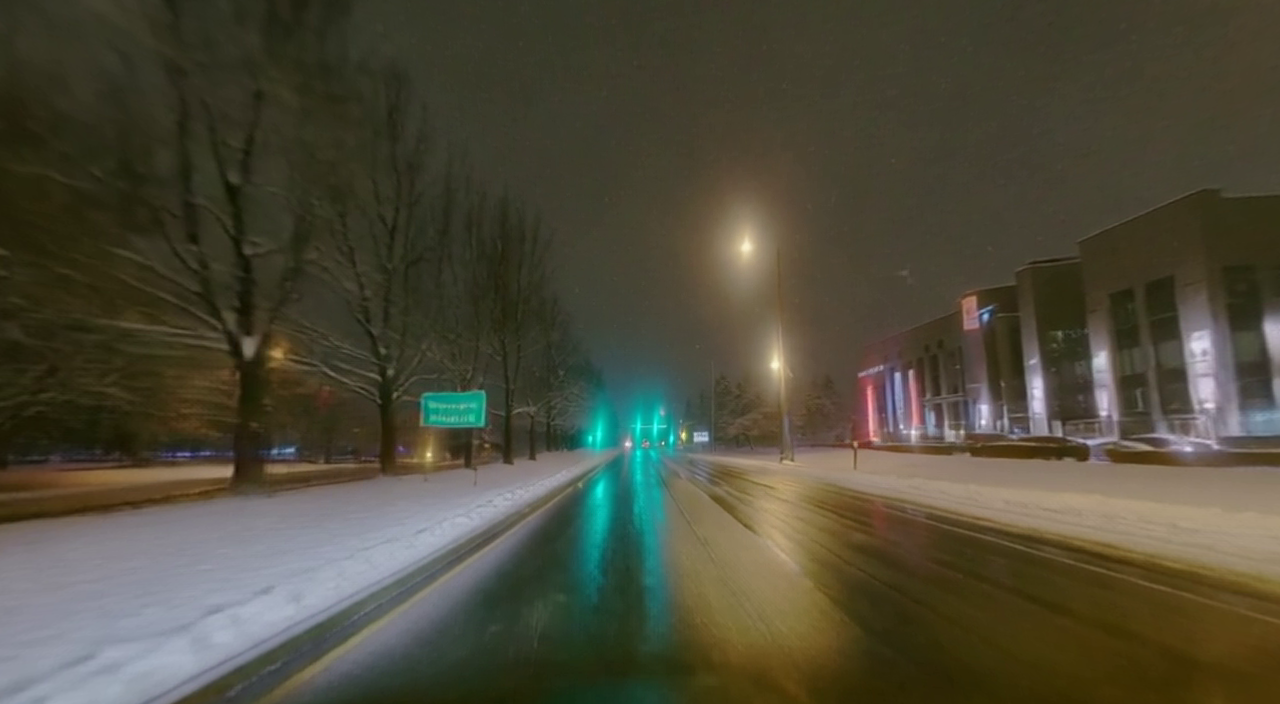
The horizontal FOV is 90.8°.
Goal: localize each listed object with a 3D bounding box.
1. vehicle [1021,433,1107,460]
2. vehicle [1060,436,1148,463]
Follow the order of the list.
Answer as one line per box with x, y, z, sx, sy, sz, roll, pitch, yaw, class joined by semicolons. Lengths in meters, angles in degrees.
30.434;6.767;45.425;4.633;1.754;2.017;-2;-8;1;vehicle
31.320;6.567;42.743;4.279;1.743;2.003;0;-8;5;vehicle
